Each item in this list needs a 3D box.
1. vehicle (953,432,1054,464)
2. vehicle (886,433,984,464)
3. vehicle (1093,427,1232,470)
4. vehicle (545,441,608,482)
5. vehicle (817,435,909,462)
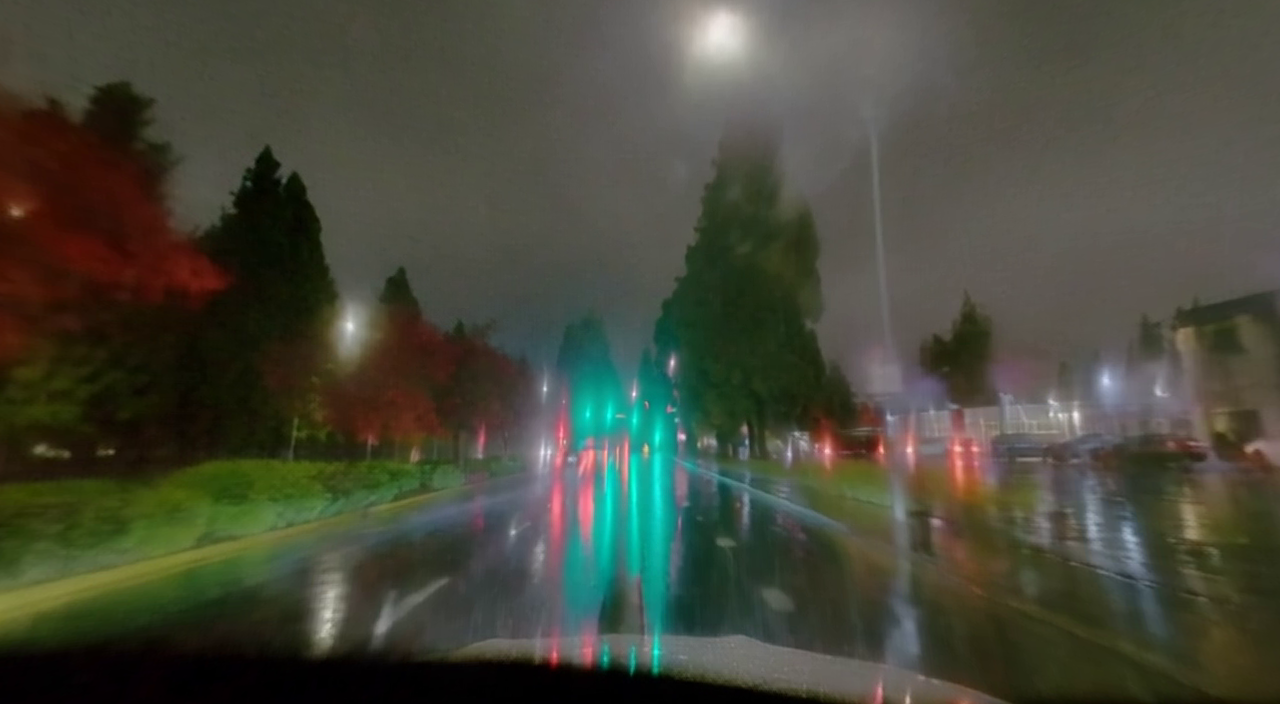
[{"bbox_3d":[17.290,4.568,30.156,3.846,1.488,1.695,1,-9,-8],"label":"vehicle"},{"bbox_3d":[16.670,5.472,35.820,4.564,1.663,2.033,1,-9,-9],"label":"vehicle"},{"bbox_3d":[18.322,3.387,22.212,3.731,1.430,1.640,1,-9,-11],"label":"vehicle"},{"bbox_3d":[-2.511,4.491,26.224,2.011,1.498,4.914,0,-9,1],"label":"vehicle"},{"bbox_3d":[15.418,6.681,43.875,5.604,1.833,2.128,1,-9,-8],"label":"vehicle"}]
